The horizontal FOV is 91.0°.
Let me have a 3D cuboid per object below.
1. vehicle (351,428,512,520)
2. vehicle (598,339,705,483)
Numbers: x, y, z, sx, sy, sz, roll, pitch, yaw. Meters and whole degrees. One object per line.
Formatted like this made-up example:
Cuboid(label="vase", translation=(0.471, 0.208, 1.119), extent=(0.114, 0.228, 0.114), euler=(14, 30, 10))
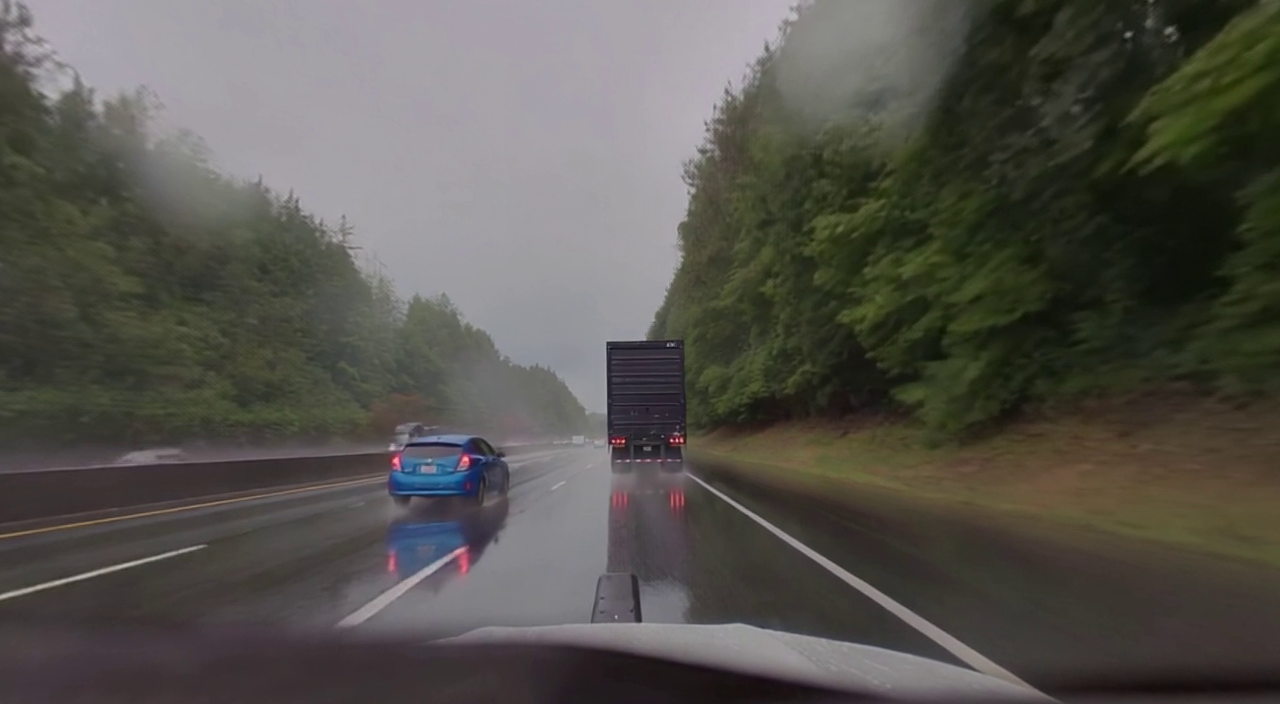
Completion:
Cuboid(label="vehicle", translation=(-3.962, 2.380, 12.834), extent=(1.854, 1.530, 4.268), euler=(0, -8, -1))
Cuboid(label="vehicle", translation=(0.218, 2.443, 23.651), extent=(3.073, 4.196, 10.546), euler=(0, -8, -1))
